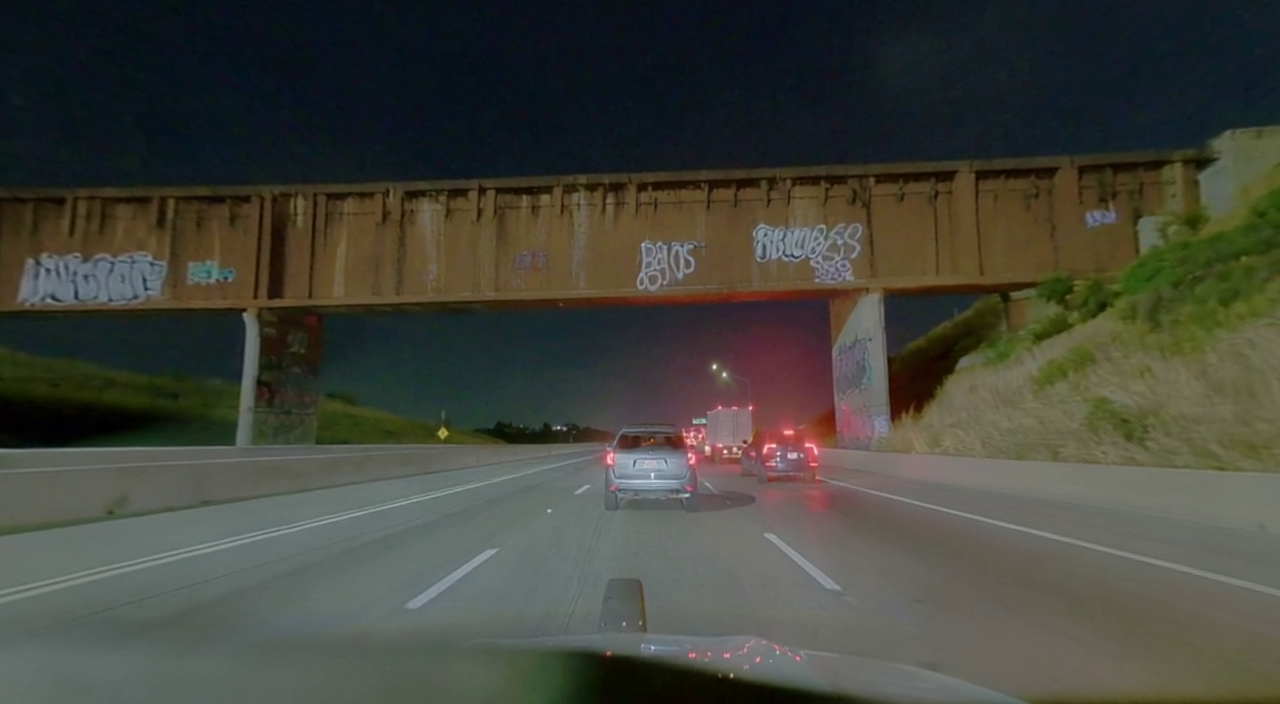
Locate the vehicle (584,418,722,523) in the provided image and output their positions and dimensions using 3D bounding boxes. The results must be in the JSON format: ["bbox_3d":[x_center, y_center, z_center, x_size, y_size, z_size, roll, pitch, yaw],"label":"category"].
[{"bbox_3d":[0.238,2.179,12.067,2.193,1.651,3.946,0,-8,1],"label":"vehicle"}]

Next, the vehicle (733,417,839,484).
[{"bbox_3d":[4.636,3.275,21.156,2.311,1.922,5.977,0,-8,2],"label":"vehicle"}]
